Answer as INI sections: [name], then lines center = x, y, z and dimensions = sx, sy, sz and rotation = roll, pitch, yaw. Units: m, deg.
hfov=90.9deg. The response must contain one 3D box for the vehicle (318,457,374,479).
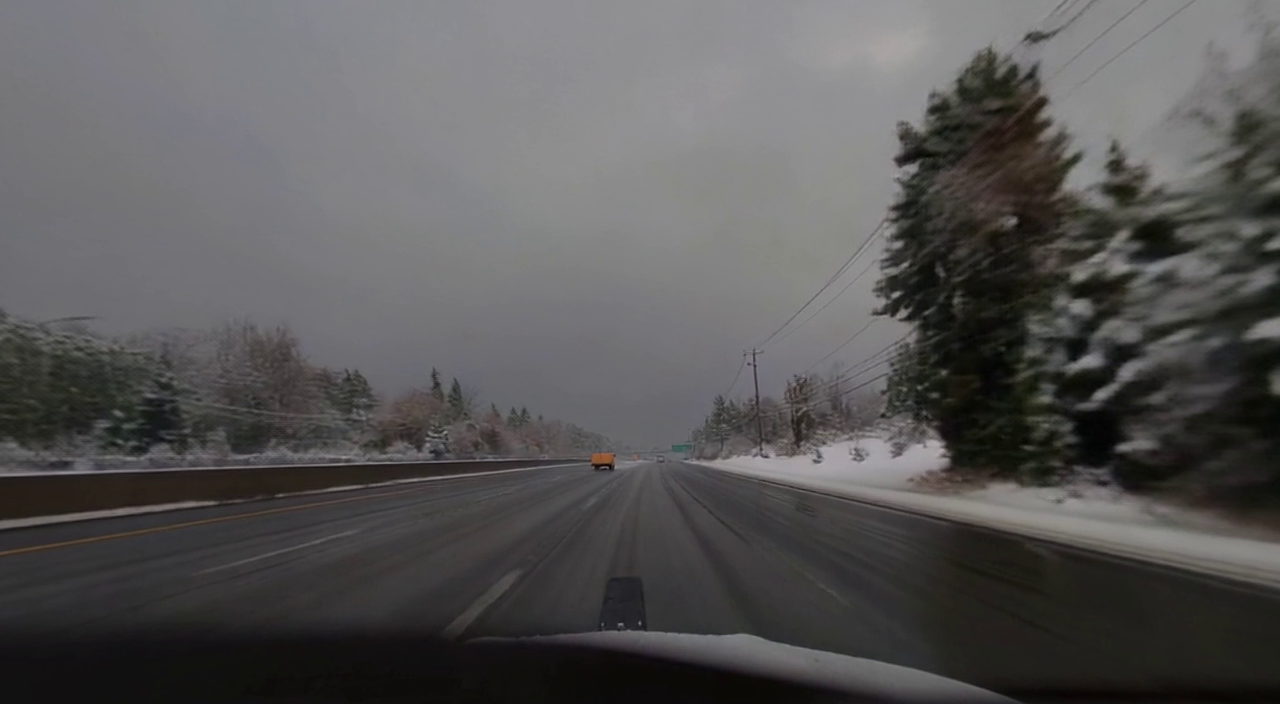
[vehicle]
center = -21.547, 8.517, 46.383
dimensions = 1.824, 1.485, 4.647
rotation = 0, -9, 1
